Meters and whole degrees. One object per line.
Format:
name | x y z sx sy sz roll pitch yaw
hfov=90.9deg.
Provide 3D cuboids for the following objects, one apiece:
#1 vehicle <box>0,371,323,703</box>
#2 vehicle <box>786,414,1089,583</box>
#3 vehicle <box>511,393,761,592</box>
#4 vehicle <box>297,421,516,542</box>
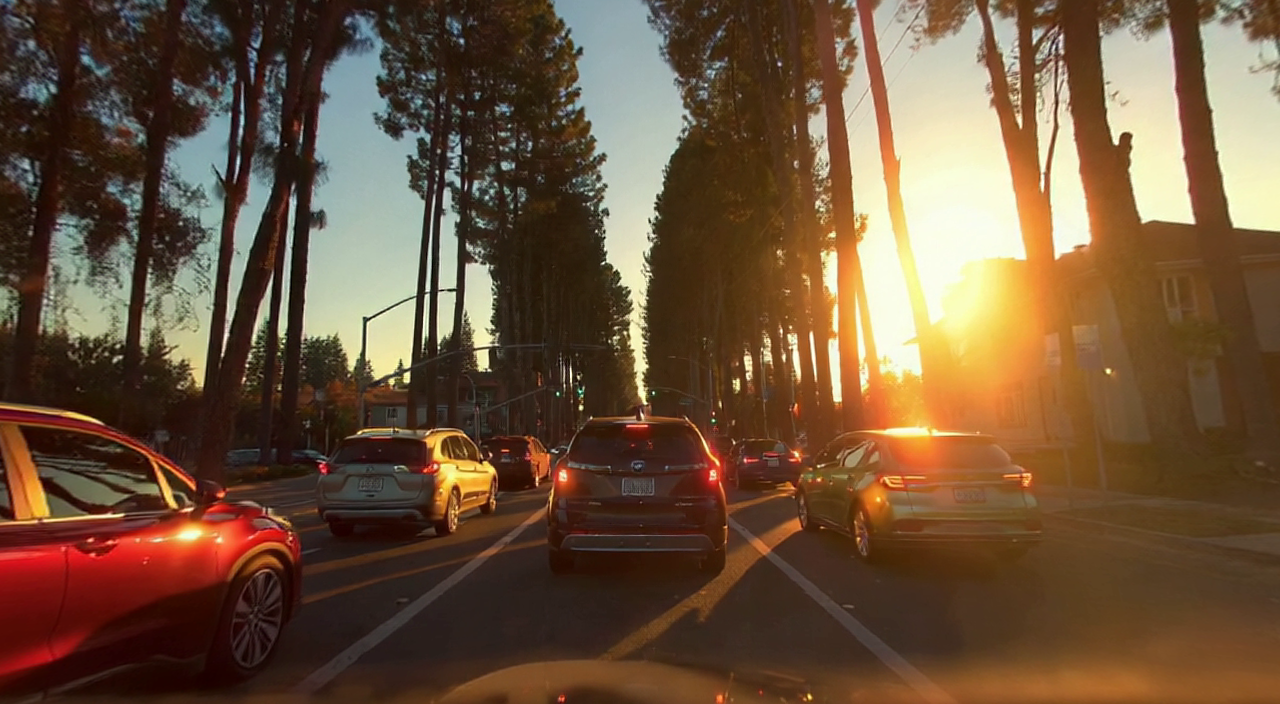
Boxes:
vehicle | -3.782 0.986 3.292 1.929 1.641 4.193 0 -8 2
vehicle | 3.258 1.662 7.864 1.922 1.579 3.642 0 -8 -1
vehicle | -0.012 1.530 7.642 2.193 1.744 4.033 0 -8 1
vehicle | -3.662 2.108 10.921 2.042 1.641 4.314 0 -8 1
